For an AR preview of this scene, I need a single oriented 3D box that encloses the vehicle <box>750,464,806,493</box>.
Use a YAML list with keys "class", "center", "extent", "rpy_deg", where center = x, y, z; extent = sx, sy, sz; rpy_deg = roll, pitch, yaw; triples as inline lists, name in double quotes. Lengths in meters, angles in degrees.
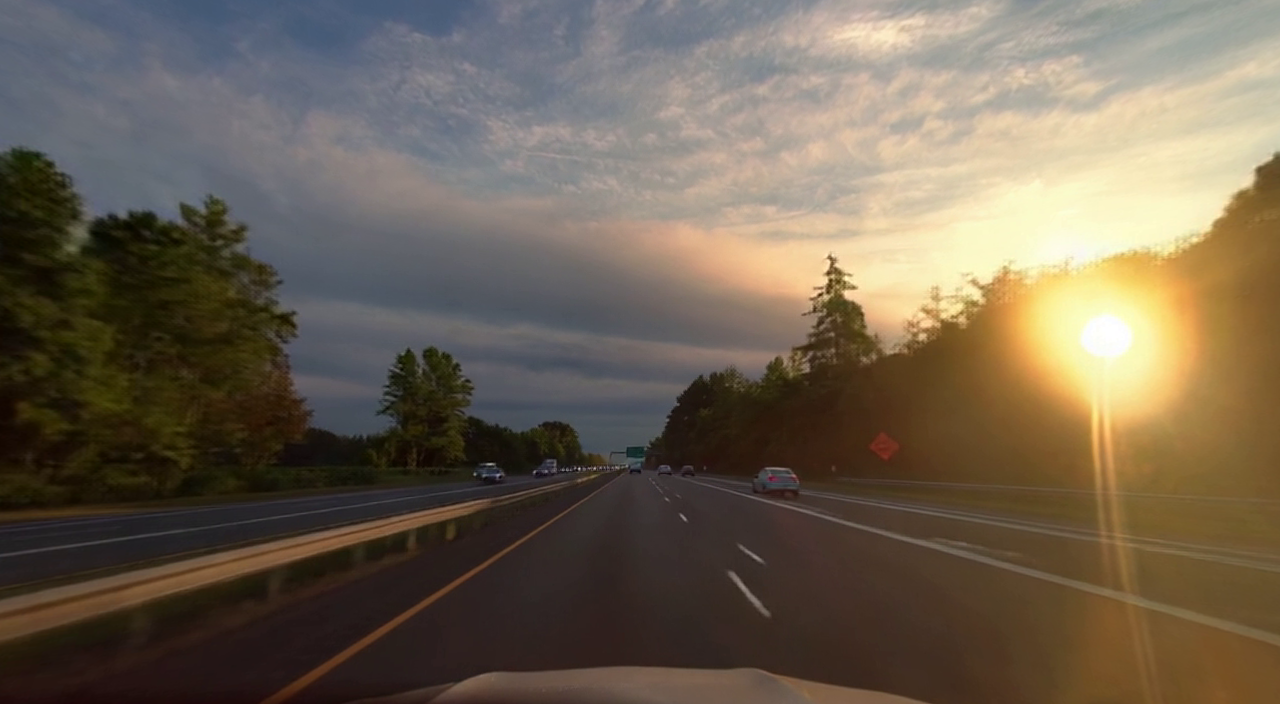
- class: "vehicle"
  center: [7.587, 7.013, 35.101]
  extent: [2.024, 1.476, 4.352]
  rpy_deg: [1, -10, -2]
